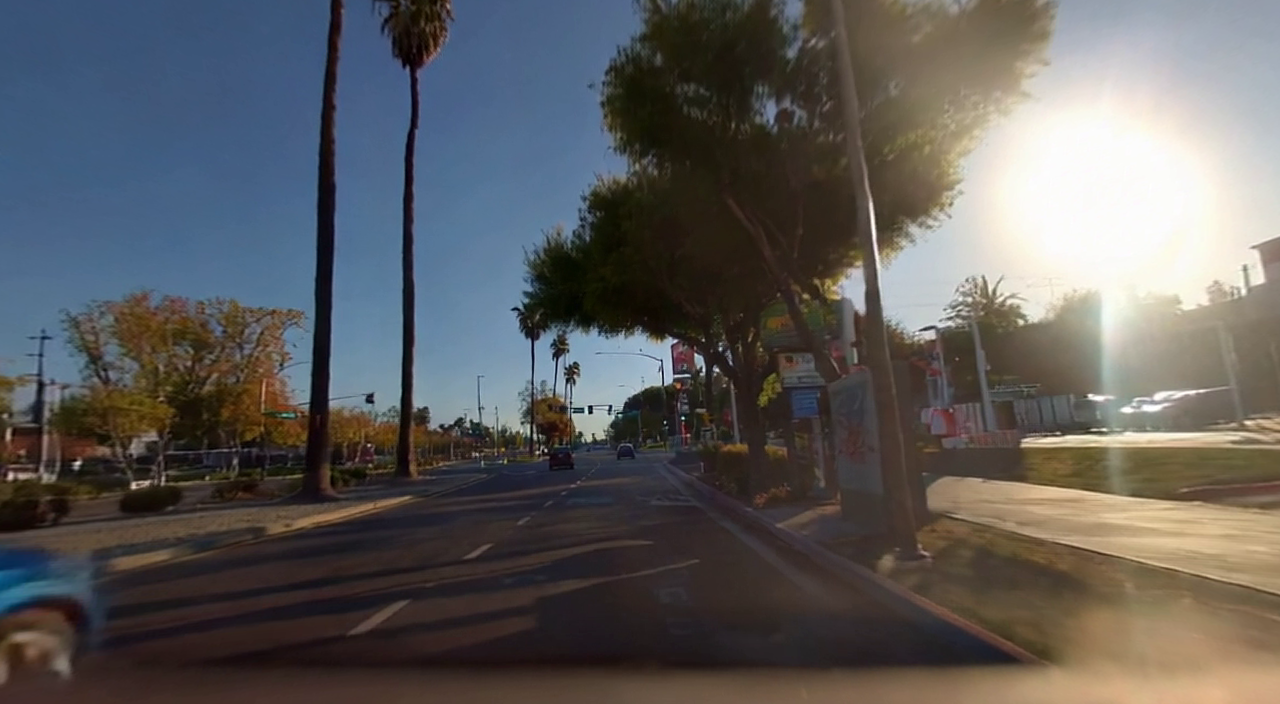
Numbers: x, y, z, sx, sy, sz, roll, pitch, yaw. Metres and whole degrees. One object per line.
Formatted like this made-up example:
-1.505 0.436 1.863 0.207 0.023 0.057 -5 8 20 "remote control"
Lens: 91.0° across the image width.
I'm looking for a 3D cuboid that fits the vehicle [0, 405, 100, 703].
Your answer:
-3.495 0.677 0.477 2.160 1.497 4.573 0 -8 -1 "vehicle"
